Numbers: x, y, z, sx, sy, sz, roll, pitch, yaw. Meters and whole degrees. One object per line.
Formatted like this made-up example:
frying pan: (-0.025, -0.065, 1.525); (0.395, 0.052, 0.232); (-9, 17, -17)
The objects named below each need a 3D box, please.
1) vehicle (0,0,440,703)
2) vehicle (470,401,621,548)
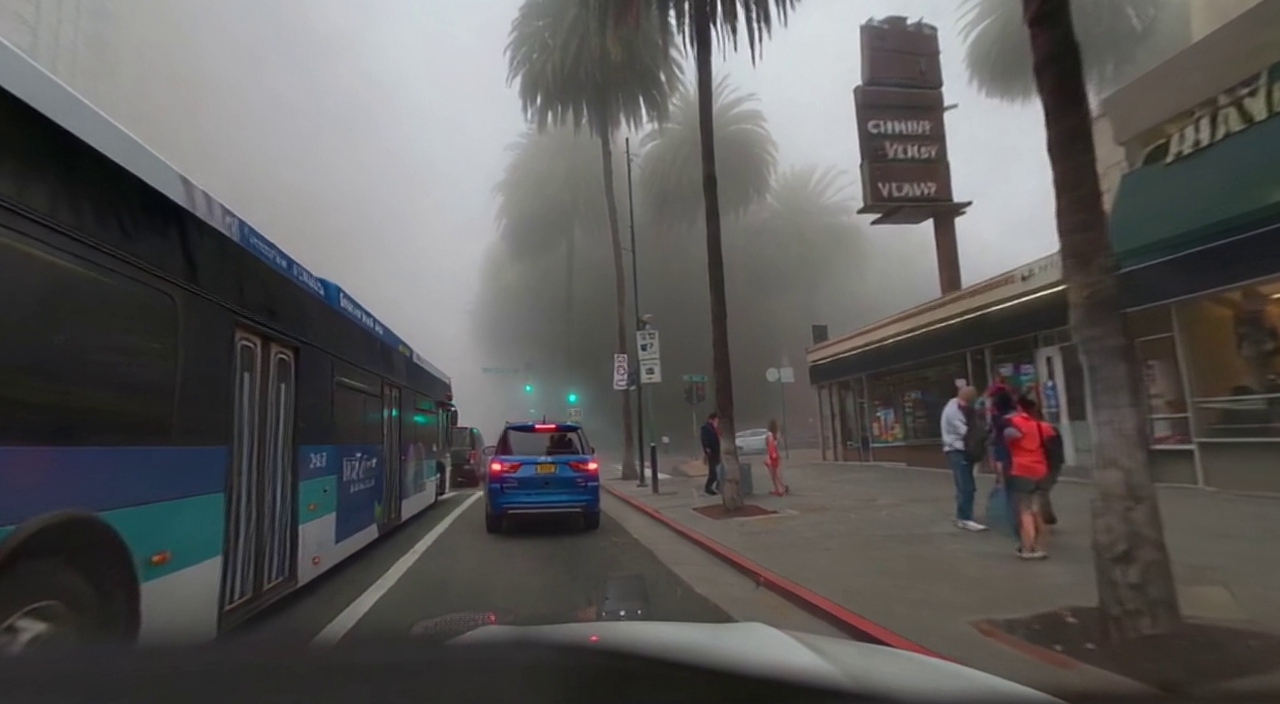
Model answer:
vehicle: (-4.376, 0.596, 6.049); (2.863, 3.233, 11.573); (1, -9, -9)
vehicle: (-1.750, 1.939, 10.622); (2.002, 1.907, 4.211); (2, -9, -14)
